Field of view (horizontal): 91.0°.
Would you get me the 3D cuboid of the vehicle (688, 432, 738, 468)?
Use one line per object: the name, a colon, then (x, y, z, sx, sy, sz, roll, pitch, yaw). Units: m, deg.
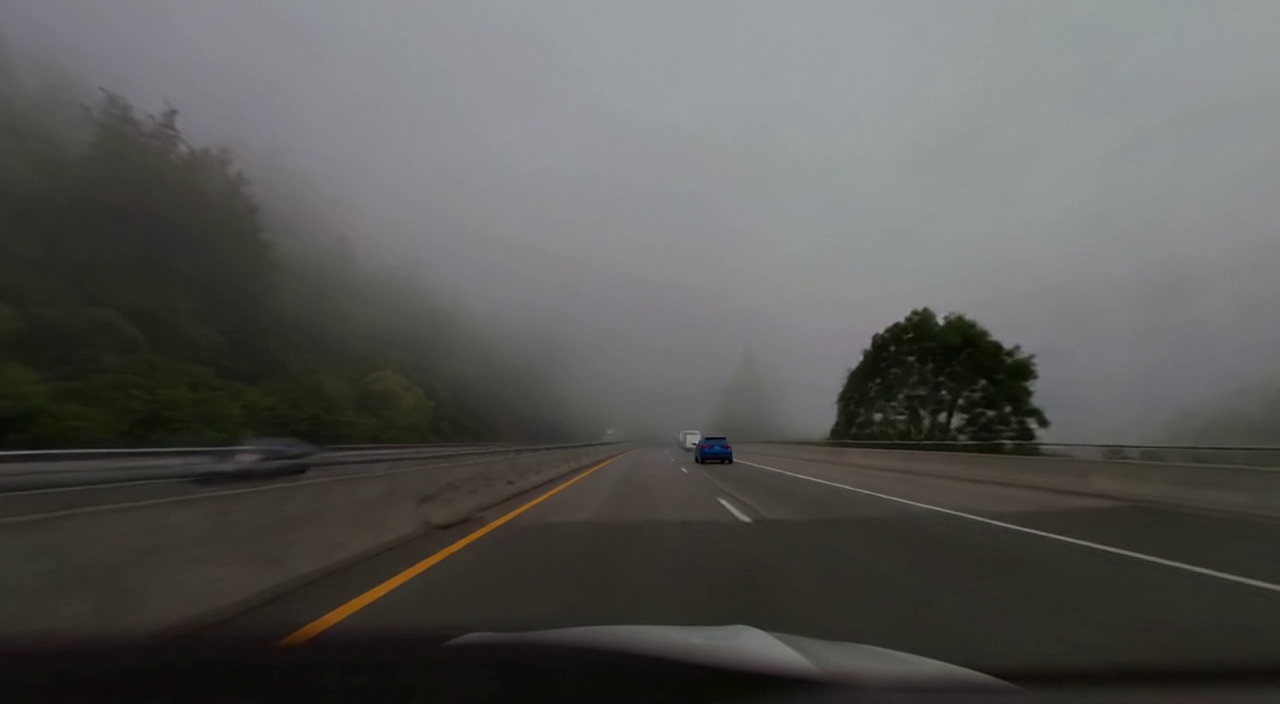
vehicle: (3.625, 4.933, 31.902, 2.022, 1.663, 4.245, -1, -8, 0)

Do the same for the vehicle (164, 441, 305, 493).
vehicle: (-12.995, 3.654, 20.511, 1.847, 1.488, 4.102, -1, -8, 0)
